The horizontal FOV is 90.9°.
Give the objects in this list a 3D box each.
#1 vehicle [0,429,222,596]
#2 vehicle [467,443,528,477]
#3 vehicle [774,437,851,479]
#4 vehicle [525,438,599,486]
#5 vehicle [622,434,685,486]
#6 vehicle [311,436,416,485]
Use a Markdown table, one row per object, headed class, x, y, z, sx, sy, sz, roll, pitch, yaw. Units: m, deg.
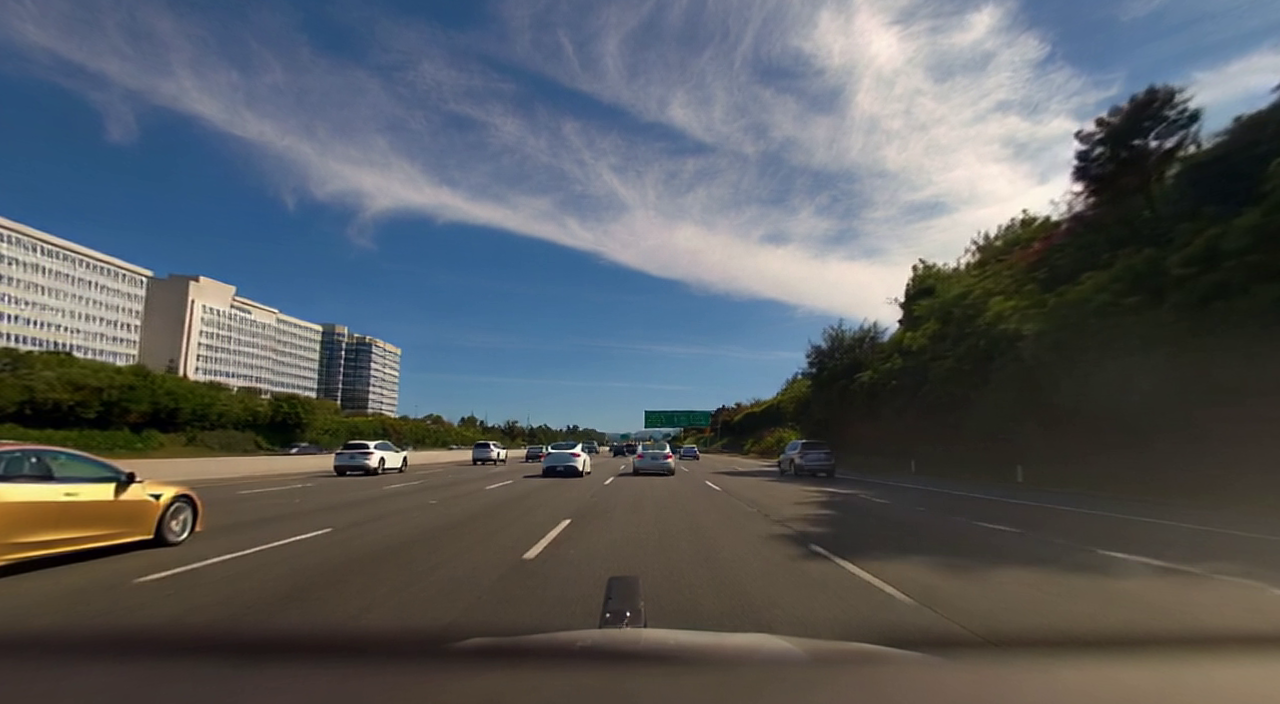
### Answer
| class | x | y | z | sx | sy | sz | roll | pitch | yaw |
| --- | --- | --- | --- | --- | --- | --- | --- | --- | --- |
| vehicle | -6.745 | 1.513 | 6.154 | 2.116 | 1.473 | 4.644 | 0 | -8 | 0 |
| vehicle | -6.681 | 5.090 | 29.947 | 1.886 | 1.455 | 4.148 | -1 | -8 | 1 |
| vehicle | 7.755 | 4.788 | 28.794 | 2.071 | 1.754 | 4.484 | 0 | -8 | -2 |
| vehicle | -2.782 | 4.056 | 23.625 | 2.102 | 1.624 | 4.257 | -1 | -8 | 2 |
| vehicle | 0.474 | 3.947 | 23.382 | 2.114 | 1.715 | 4.136 | -1 | -8 | 1 |
| vehicle | -10.388 | 4.092 | 24.101 | 1.947 | 1.683 | 4.331 | -1 | -8 | 1 |
